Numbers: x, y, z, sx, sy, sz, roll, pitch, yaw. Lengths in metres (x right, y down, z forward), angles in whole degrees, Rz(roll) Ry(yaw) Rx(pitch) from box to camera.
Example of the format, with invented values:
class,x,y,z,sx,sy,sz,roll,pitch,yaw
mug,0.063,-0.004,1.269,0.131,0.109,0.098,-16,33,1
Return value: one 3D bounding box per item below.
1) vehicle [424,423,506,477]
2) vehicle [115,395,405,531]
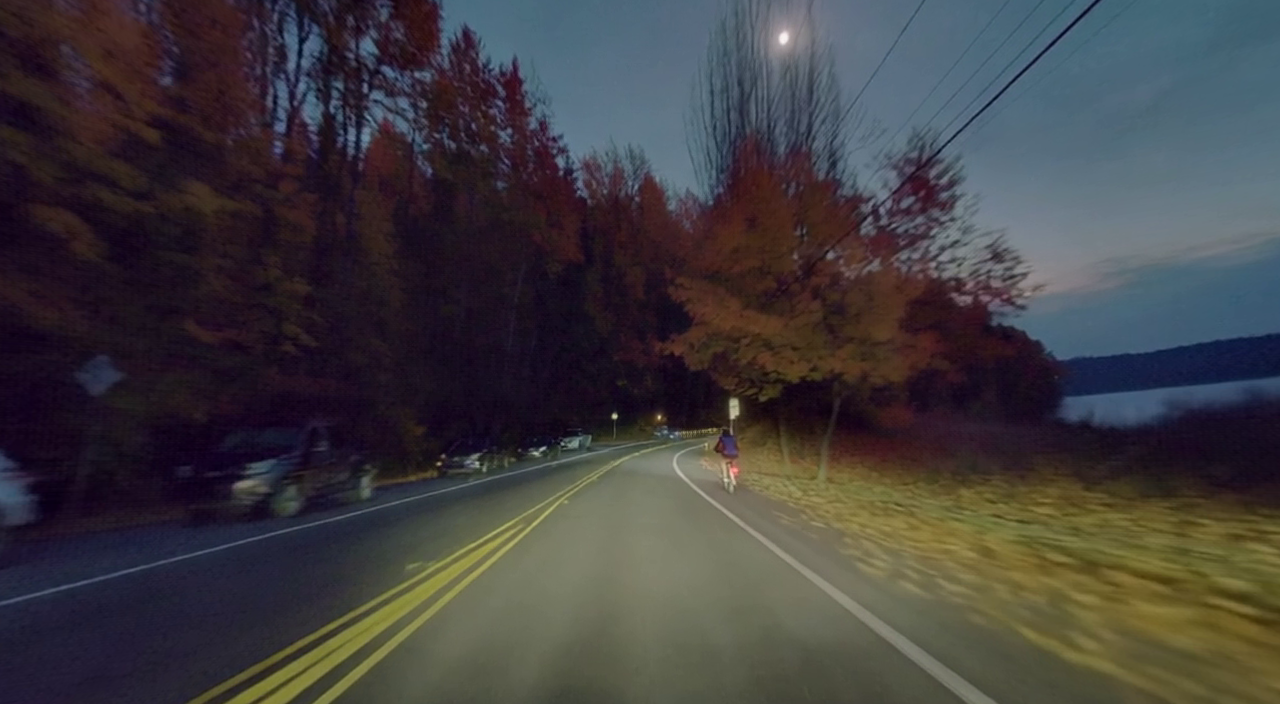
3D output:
class,x,y,z,sx,sy,sz,roll,pitch,yaw
vehicle,-7.236,4.119,26.615,1.955,1.908,4.680,-5,-9,1
vehicle,-7.208,2.217,13.109,2.312,2.075,5.748,-3,-9,2
